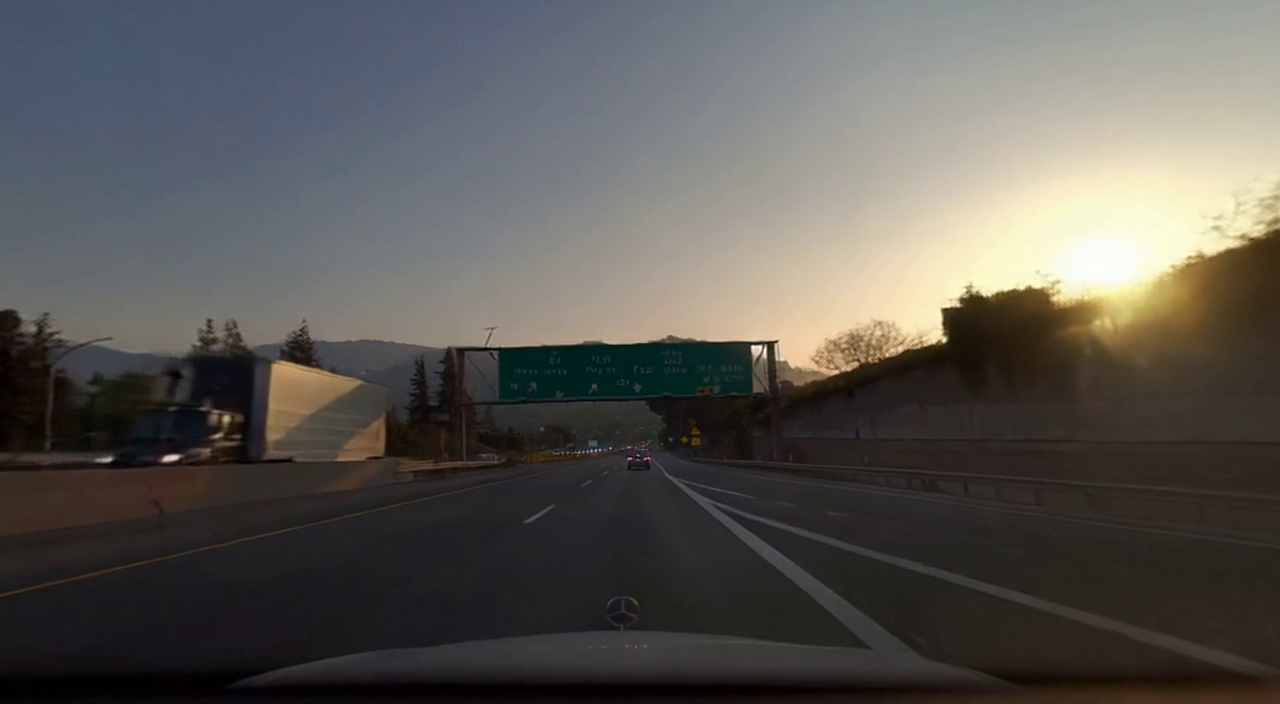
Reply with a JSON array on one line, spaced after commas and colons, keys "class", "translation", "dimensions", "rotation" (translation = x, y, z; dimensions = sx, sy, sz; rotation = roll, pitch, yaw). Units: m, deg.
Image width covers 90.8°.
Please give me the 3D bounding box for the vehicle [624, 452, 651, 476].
[{"class": "vehicle", "translation": [-0.125, 7.136, 40.403], "dimensions": [1.695, 1.437, 3.506], "rotation": [0, -9, 1]}]
